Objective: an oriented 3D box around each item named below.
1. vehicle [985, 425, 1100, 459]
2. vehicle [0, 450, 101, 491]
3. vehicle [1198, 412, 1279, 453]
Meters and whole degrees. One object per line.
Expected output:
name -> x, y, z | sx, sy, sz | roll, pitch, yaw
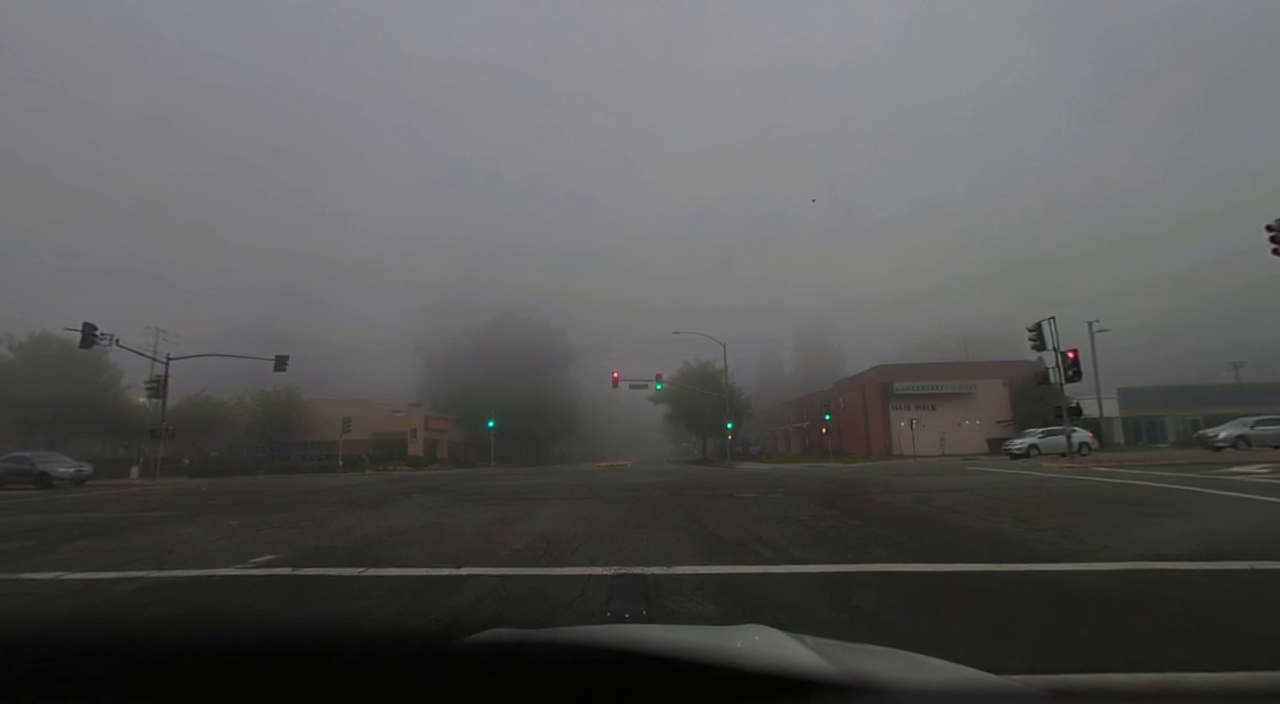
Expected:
vehicle -> 20.441, 4.588, 32.137 | 4.483, 1.691, 1.949 | 0, -8, 1
vehicle -> -25.235, 4.845, 25.940 | 4.332, 1.573, 1.900 | 0, -8, 3
vehicle -> 25.828, 3.280, 25.623 | 4.288, 1.600, 1.927 | 0, -8, 2
